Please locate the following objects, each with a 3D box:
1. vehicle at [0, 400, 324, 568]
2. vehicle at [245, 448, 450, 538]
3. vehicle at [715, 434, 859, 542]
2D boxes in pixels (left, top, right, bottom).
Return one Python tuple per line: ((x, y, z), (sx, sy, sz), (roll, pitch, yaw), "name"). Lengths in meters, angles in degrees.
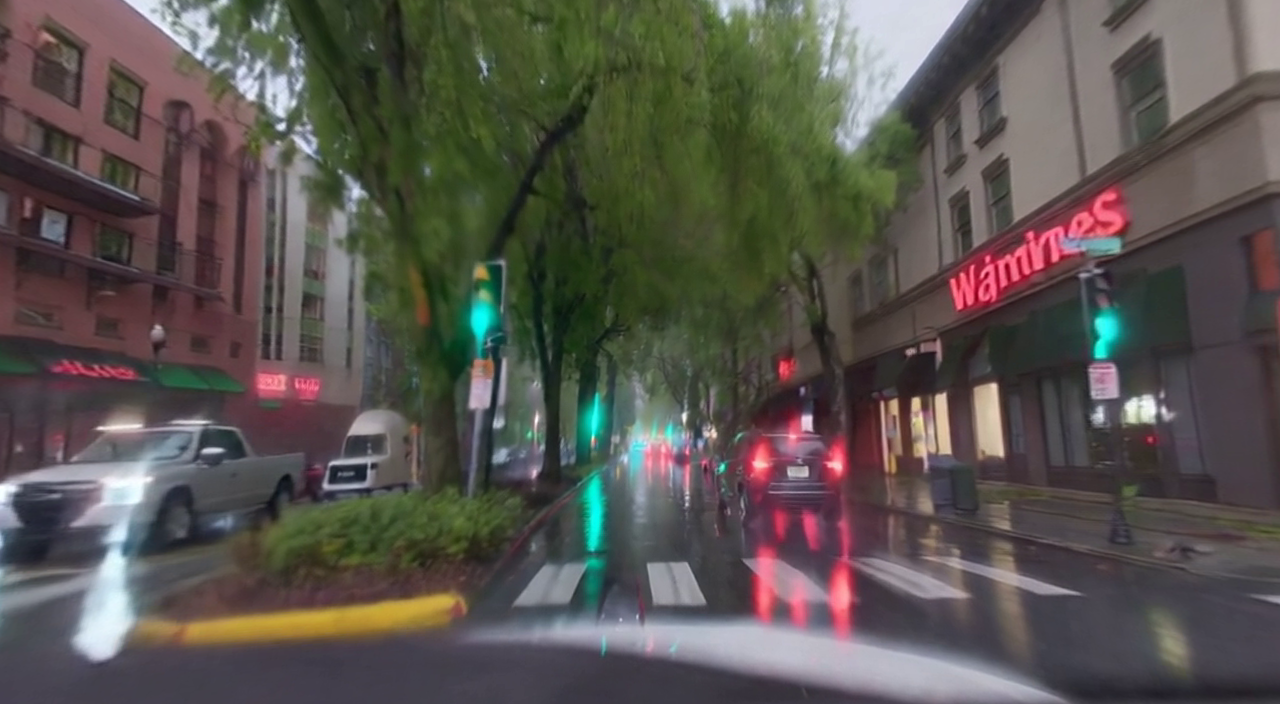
((-8.691, 2.241, 11.809), (2.489, 2.323, 5.843), (0, -8, 0), "vehicle")
((-5.624, 2.722, 12.948), (1.983, 1.438, 4.559), (0, -8, 0), "vehicle")
((2.458, 2.314, 11.286), (1.822, 1.654, 2.794), (0, -8, -1), "vehicle")
